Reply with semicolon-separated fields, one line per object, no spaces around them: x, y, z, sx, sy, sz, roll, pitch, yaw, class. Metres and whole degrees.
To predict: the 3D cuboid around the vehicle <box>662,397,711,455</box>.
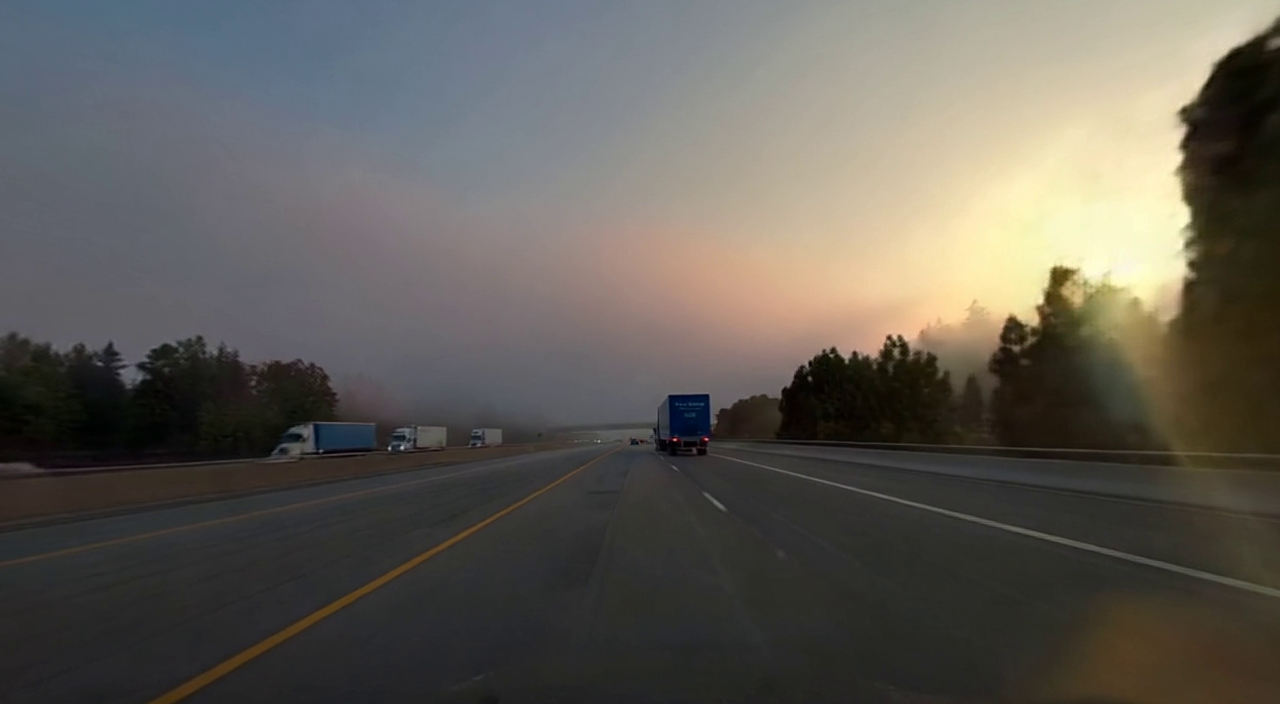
3.275;5.572;46.603;2.888;3.866;8.380;0;-8;-1;vehicle

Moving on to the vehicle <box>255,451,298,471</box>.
-28.356;8.500;49.202;1.833;1.425;4.295;2;-8;-16;vehicle
